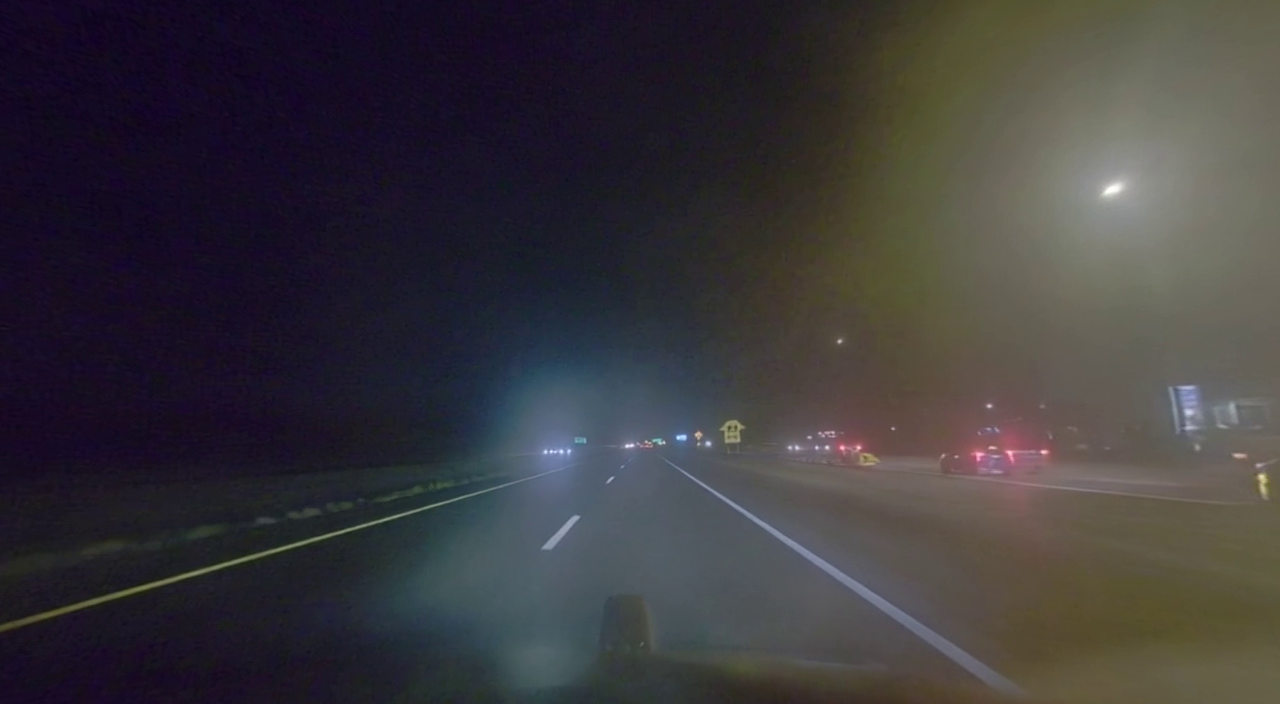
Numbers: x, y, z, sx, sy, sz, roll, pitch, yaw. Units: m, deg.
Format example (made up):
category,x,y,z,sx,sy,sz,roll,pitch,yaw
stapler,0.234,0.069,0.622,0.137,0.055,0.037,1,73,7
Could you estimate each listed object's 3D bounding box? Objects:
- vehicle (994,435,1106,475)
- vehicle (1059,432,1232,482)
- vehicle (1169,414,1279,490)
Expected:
category,x,y,z,sx,sy,sz,roll,pitch,yaw
vehicle,29.083,7.337,45.277,3.048,2.634,7.590,-1,-8,1
vehicle,28.754,6.040,36.605,2.981,2.531,8.487,0,-9,0
vehicle,28.597,4.702,29.844,2.644,3.246,4.908,-1,-9,2
